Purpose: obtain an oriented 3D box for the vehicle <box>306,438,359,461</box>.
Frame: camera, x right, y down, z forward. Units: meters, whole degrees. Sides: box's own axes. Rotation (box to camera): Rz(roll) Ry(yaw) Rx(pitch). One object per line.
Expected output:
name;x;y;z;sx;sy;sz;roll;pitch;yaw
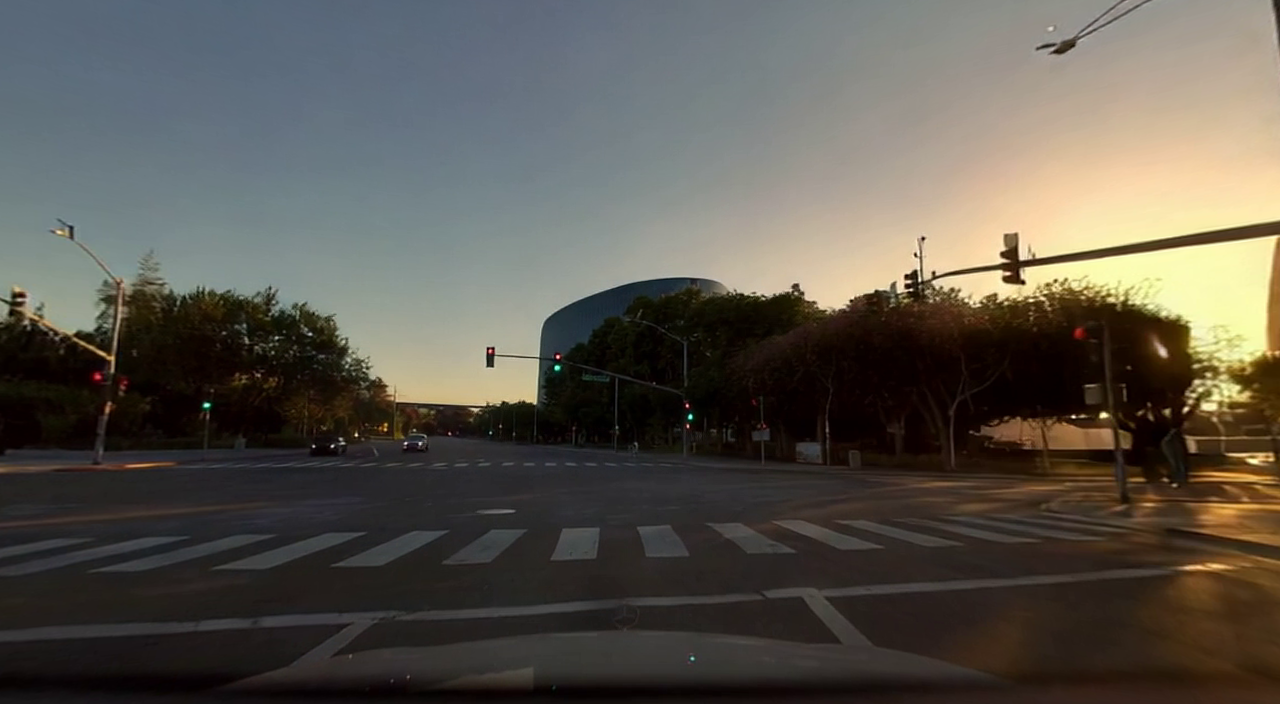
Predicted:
vehicle;-20.808;6.614;42.980;1.918;1.432;4.433;1;-9;-8
